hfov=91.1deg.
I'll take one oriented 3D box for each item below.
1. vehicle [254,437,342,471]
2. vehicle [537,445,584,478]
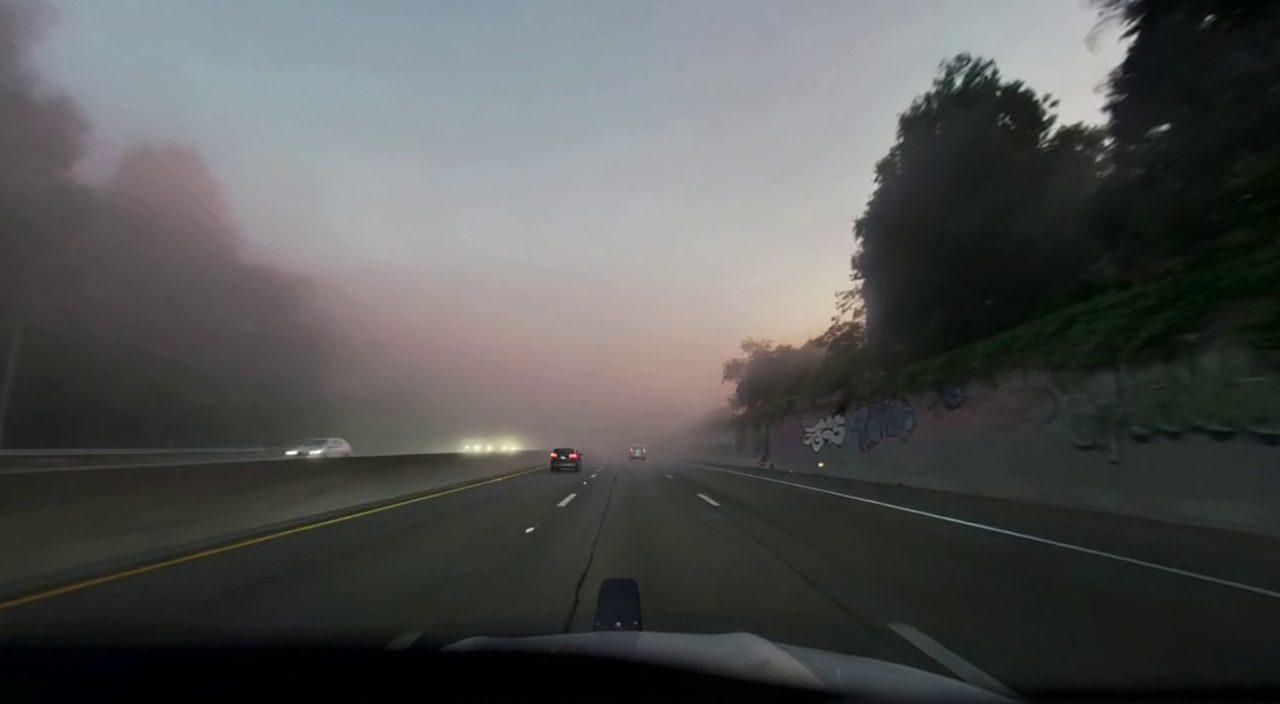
[{"bbox_3d":[-16.123,4.823,29.915,1.838,1.468,4.319,0,-9,-1],"label":"vehicle"},{"bbox_3d":[-3.817,5.315,30.745,1.871,1.459,3.771,0,-9,-1],"label":"vehicle"}]
